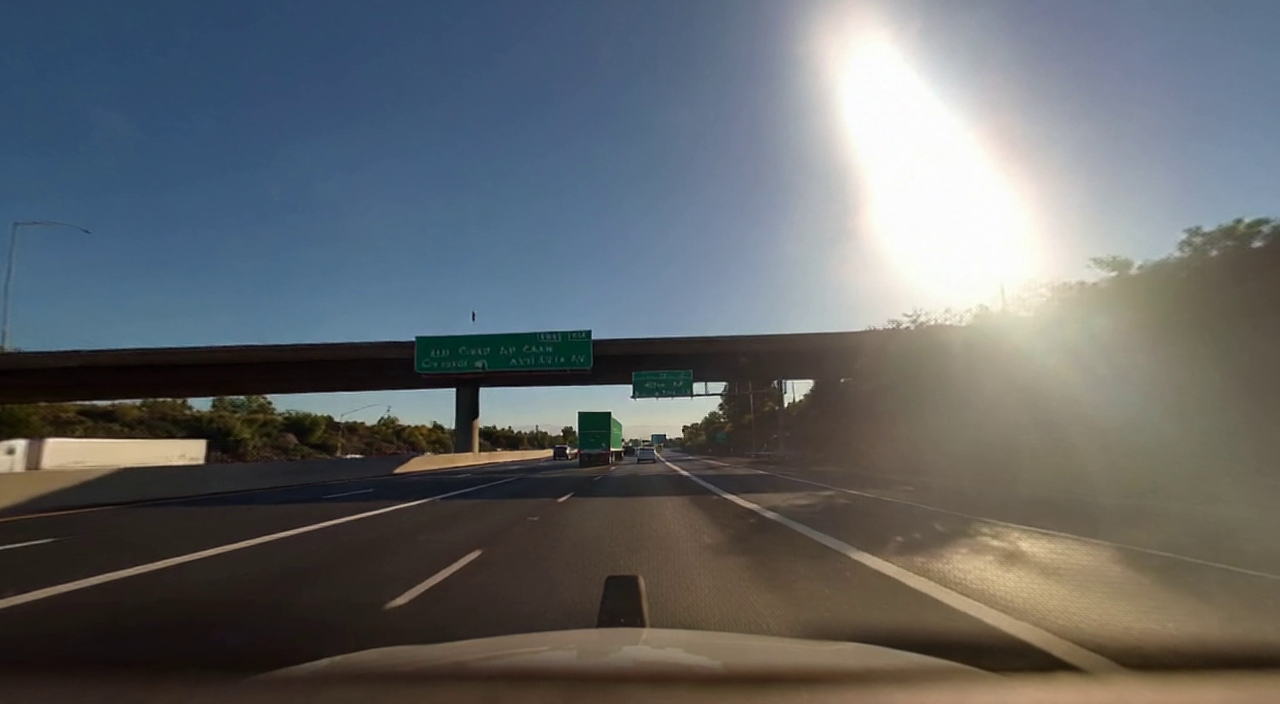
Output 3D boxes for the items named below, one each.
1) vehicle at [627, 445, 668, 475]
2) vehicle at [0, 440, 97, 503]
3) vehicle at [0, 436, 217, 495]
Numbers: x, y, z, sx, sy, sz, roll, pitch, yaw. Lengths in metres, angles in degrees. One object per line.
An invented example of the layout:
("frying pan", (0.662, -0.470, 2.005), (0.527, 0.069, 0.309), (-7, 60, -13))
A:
("vehicle", (0.382, 5.713, 33.620), (2.066, 1.469, 4.050), (0, -9, 0))
("vehicle", (-34.845, 6.504, 34.622), (3.045, 3.224, 7.442), (-1, -9, 2))
("vehicle", (-34.811, 7.468, 42.486), (2.822, 3.236, 13.926), (0, -9, 1))
